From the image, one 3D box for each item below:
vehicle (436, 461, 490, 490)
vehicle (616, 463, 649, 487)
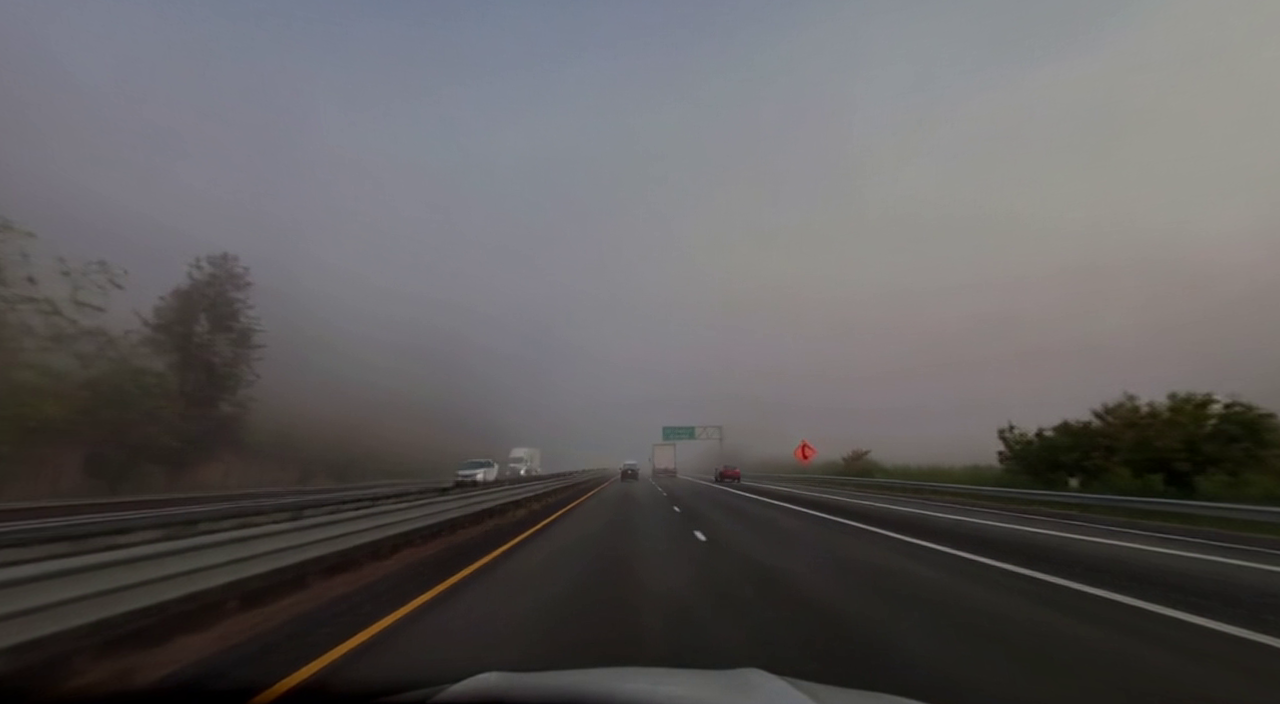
[{"bbox_3d":[-10.064,7.067,36.148,1.892,1.497,3.878,1,-10,0],"label":"vehicle"},{"bbox_3d":[-0.528,7.969,41.017,2.025,1.452,3.927,1,-10,-1],"label":"vehicle"}]
